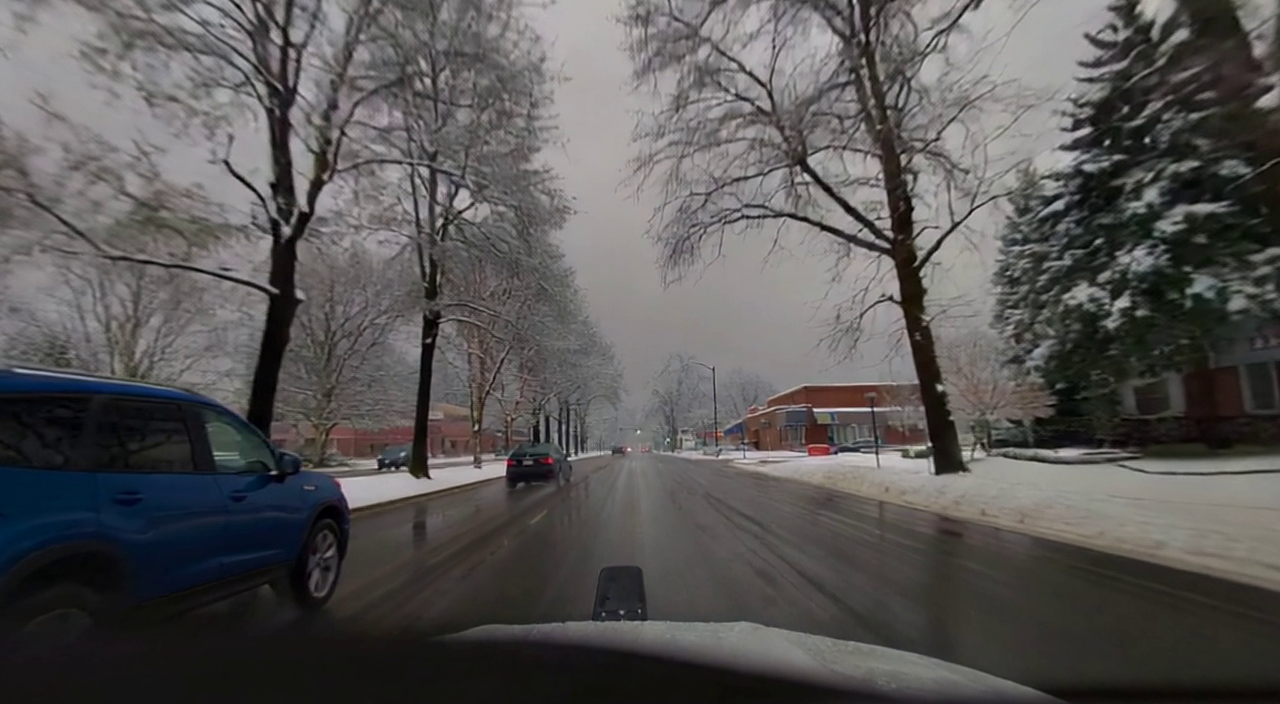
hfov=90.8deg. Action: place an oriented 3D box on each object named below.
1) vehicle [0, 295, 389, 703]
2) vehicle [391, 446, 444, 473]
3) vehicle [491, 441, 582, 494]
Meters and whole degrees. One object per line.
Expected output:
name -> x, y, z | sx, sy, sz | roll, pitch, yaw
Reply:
vehicle -> -3.351, 0.926, 3.662 | 2.042, 1.817, 4.364 | 0, -9, -1
vehicle -> -16.198, 7.837, 46.225 | 2.096, 1.803, 4.889 | 0, -9, 0
vehicle -> -3.117, 3.574, 19.988 | 2.069, 1.470, 4.601 | 0, -9, 0
